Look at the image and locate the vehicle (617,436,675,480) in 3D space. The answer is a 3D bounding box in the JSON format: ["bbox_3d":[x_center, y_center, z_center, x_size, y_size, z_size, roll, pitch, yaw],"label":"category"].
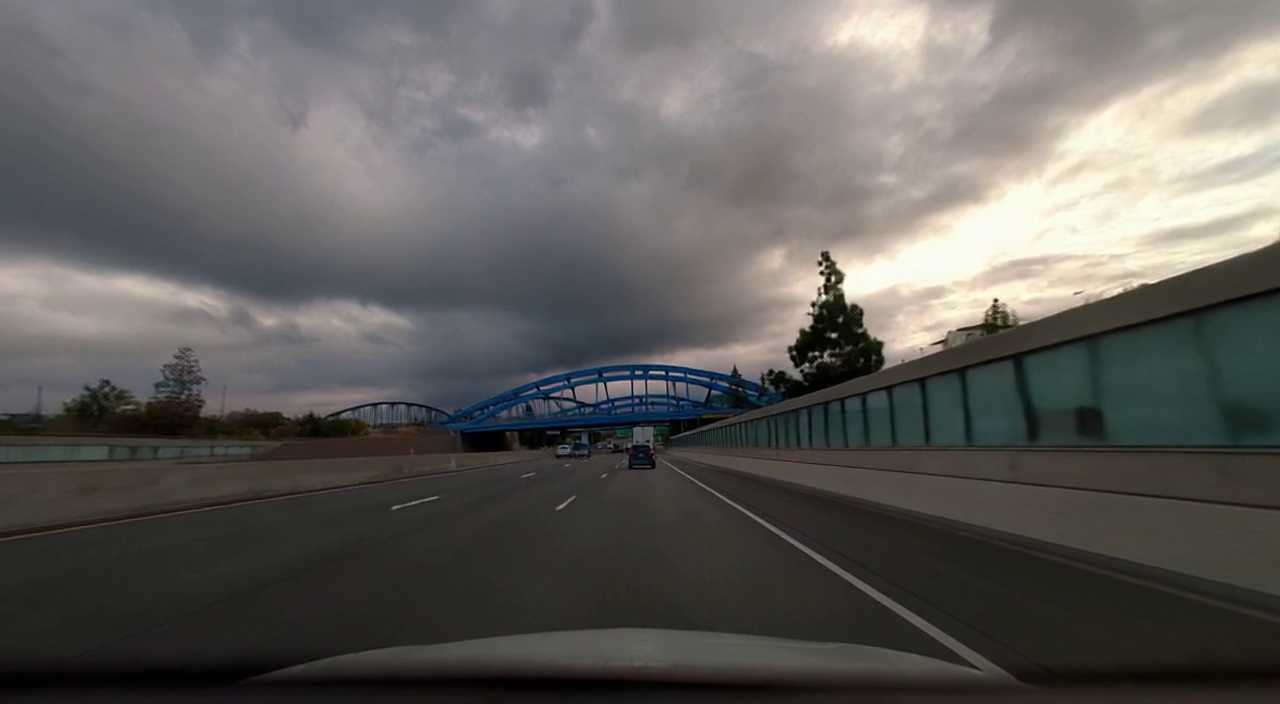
[{"bbox_3d":[0.235,4.568,27.337,2.299,1.716,4.579,-1,-9,0],"label":"vehicle"}]
